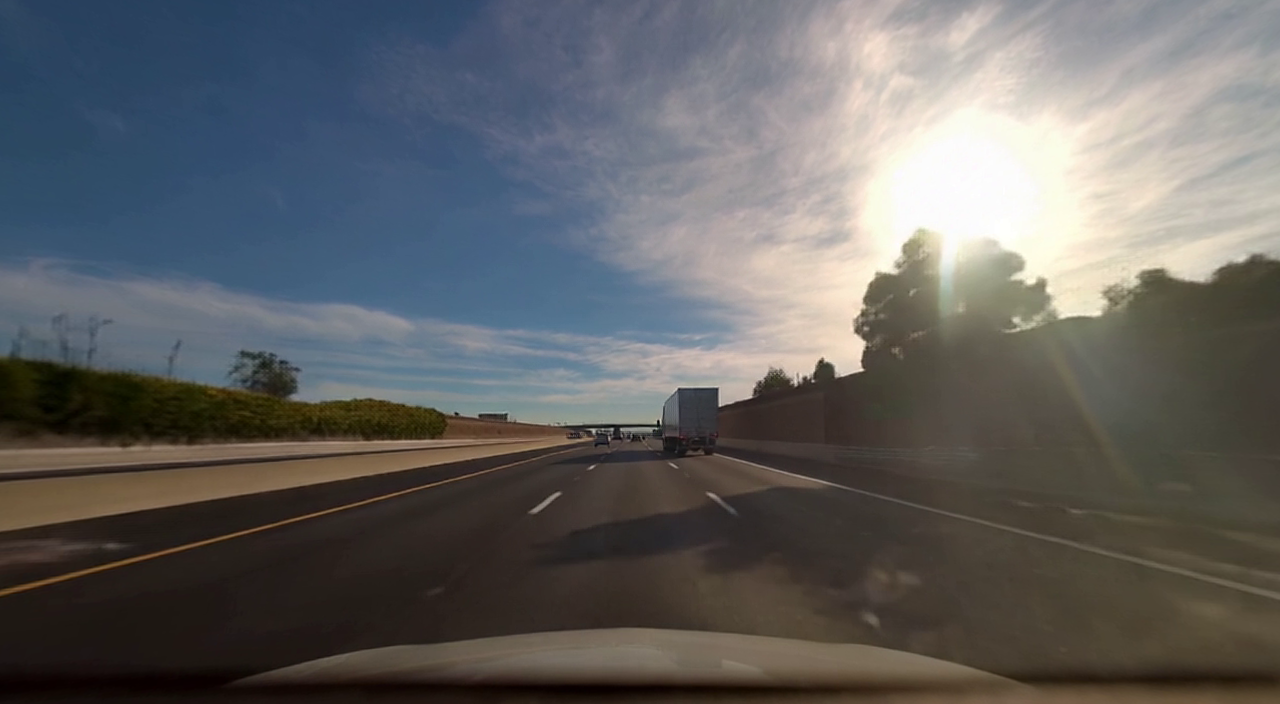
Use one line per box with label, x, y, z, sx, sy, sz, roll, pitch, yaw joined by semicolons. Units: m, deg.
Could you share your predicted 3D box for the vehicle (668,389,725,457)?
vehicle;3.527;4.775;41.633;2.859;3.981;8.596;0;-8;-1
